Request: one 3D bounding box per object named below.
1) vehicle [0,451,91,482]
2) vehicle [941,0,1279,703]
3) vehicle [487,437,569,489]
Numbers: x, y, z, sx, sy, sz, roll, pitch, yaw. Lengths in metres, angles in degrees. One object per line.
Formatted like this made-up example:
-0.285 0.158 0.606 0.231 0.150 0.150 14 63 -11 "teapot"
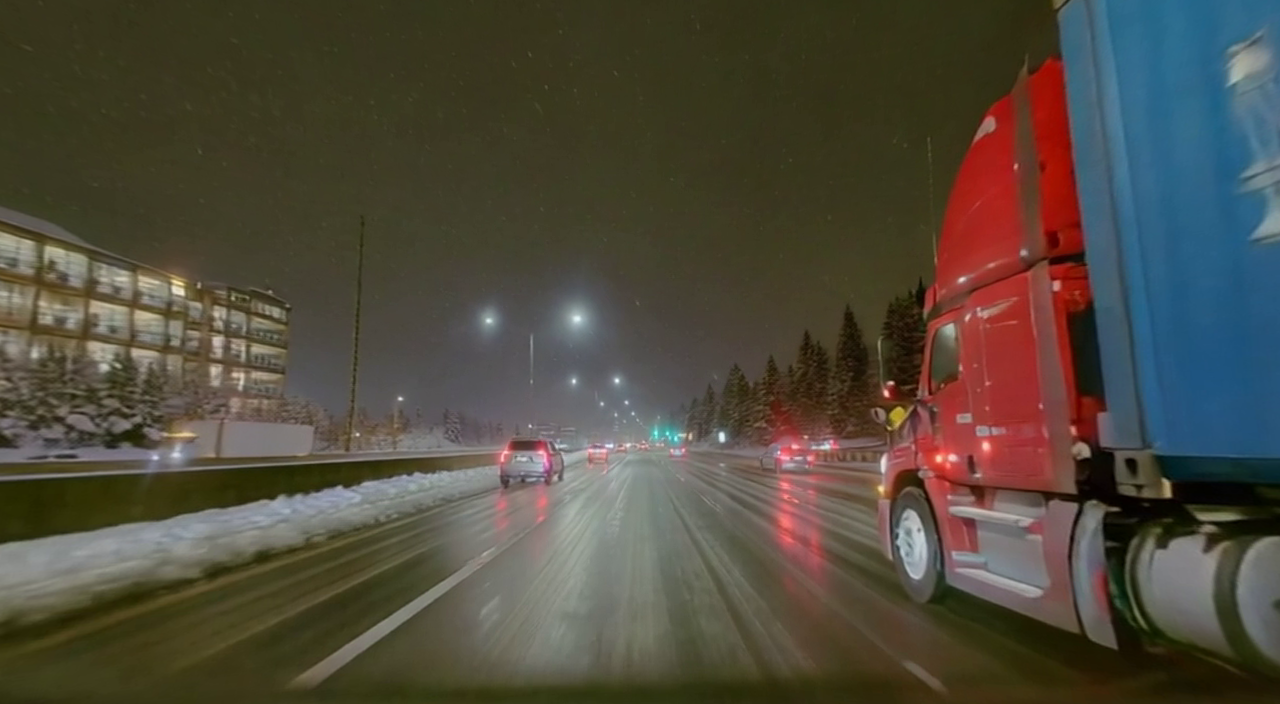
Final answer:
-32.280 6.056 33.527 1.863 1.470 4.531 0 -9 1 "vehicle"
3.686 -0.349 1.219 3.089 3.779 6.420 0 -9 2 "vehicle"
-3.613 3.651 21.061 1.954 1.528 4.010 0 -9 0 "vehicle"
